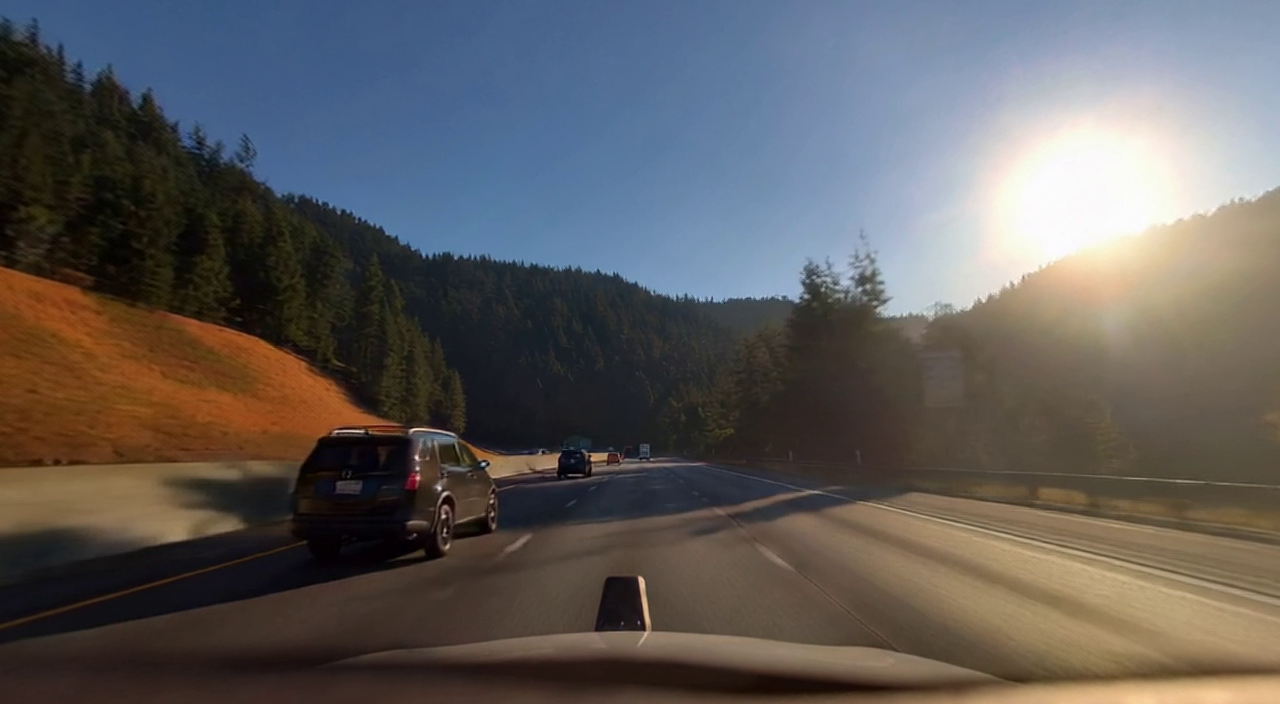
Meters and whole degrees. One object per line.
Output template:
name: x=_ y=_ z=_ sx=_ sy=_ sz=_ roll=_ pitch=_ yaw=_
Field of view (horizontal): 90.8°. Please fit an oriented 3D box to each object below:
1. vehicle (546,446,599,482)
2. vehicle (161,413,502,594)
vehicle: x=-3.038 y=5.125 z=29.101 sx=1.944 sy=1.548 sz=4.051 roll=0 pitch=-9 yaw=1
vehicle: x=-3.477 y=1.819 z=8.429 sx=2.147 sy=1.708 sz=4.630 roll=0 pitch=-9 yaw=1
